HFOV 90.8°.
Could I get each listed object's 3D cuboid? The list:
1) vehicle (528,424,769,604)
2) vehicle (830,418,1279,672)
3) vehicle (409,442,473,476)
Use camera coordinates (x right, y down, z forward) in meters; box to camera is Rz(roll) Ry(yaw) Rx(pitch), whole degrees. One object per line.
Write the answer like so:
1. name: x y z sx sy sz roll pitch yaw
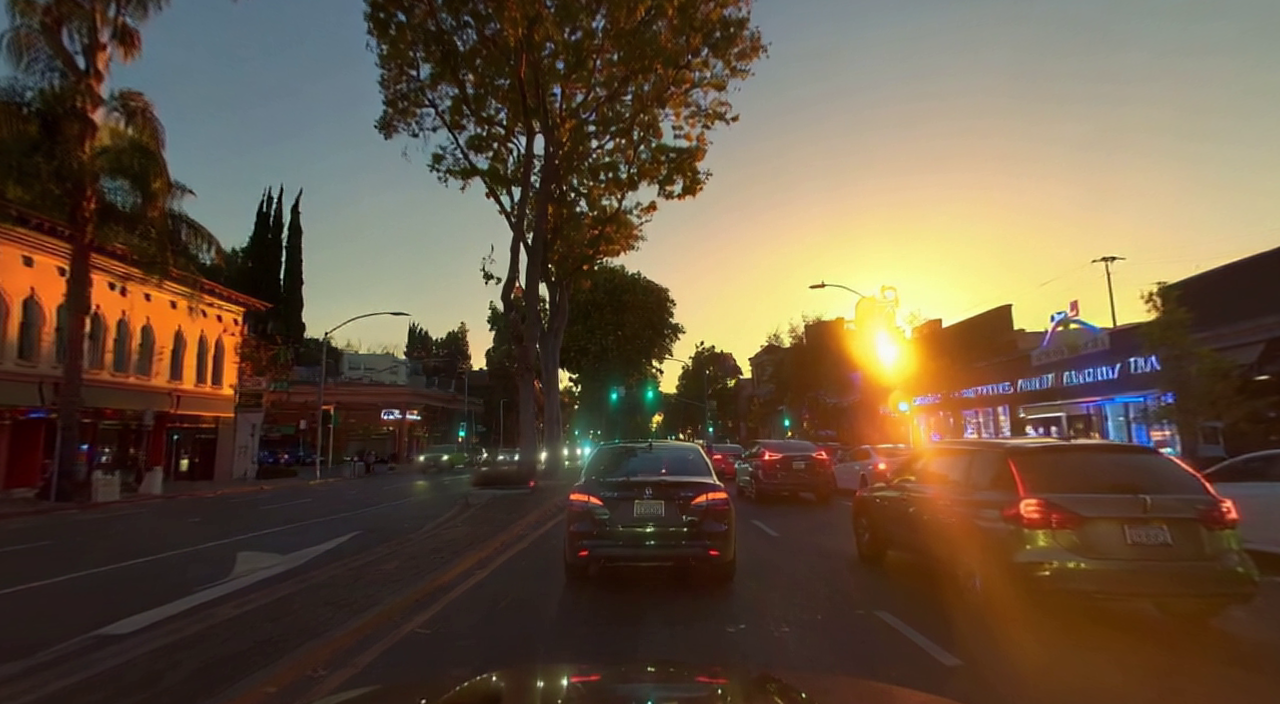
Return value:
1. vehicle: 0.047 1.625 7.126 2.006 1.487 3.535 0 -9 -1
2. vehicle: 3.399 1.455 5.885 1.988 1.480 4.195 0 -9 1
3. vehicle: -11.238 6.055 36.039 2.042 1.749 4.629 -1 -9 1
